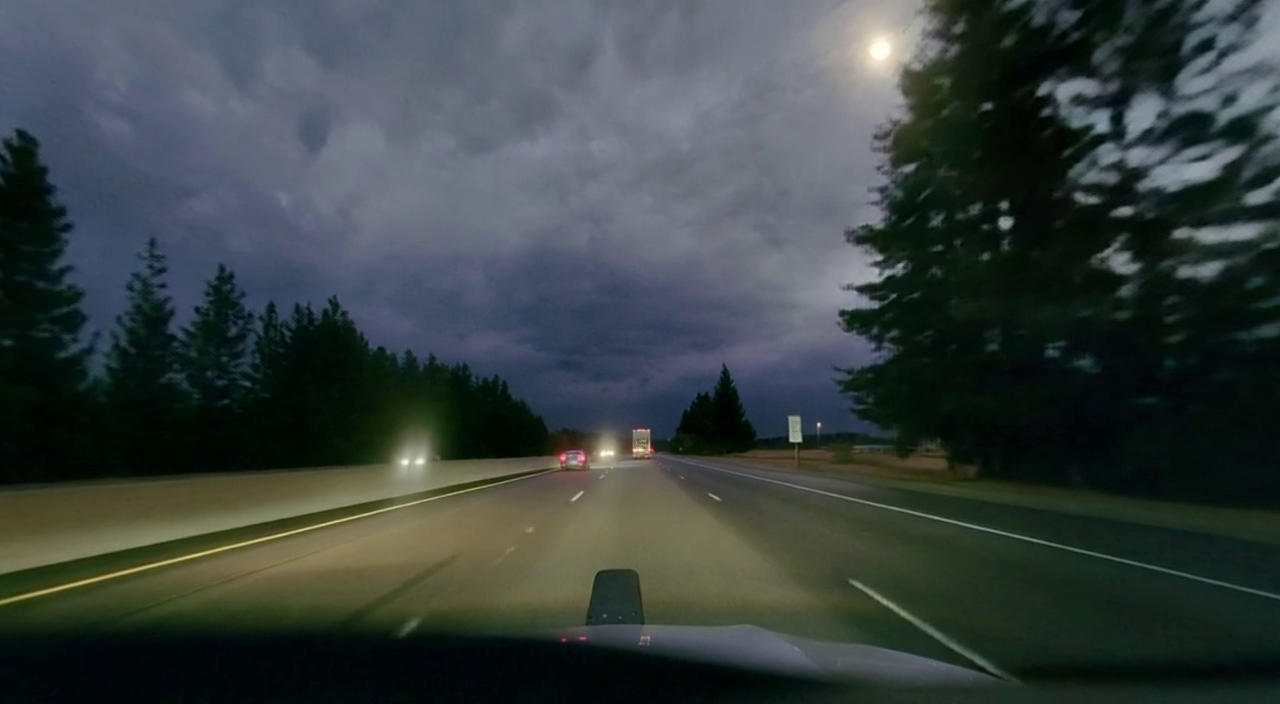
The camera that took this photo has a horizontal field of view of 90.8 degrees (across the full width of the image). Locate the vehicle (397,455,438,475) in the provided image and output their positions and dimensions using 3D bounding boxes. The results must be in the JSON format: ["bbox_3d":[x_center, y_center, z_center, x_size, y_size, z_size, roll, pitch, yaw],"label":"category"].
[{"bbox_3d":[-16.853,8.576,47.955,1.741,1.423,3.652,-1,-9,1],"label":"vehicle"}]

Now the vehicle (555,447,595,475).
[{"bbox_3d":[-3.785,6.383,37.205,2.018,1.548,3.849,0,-9,-1],"label":"vehicle"}]
